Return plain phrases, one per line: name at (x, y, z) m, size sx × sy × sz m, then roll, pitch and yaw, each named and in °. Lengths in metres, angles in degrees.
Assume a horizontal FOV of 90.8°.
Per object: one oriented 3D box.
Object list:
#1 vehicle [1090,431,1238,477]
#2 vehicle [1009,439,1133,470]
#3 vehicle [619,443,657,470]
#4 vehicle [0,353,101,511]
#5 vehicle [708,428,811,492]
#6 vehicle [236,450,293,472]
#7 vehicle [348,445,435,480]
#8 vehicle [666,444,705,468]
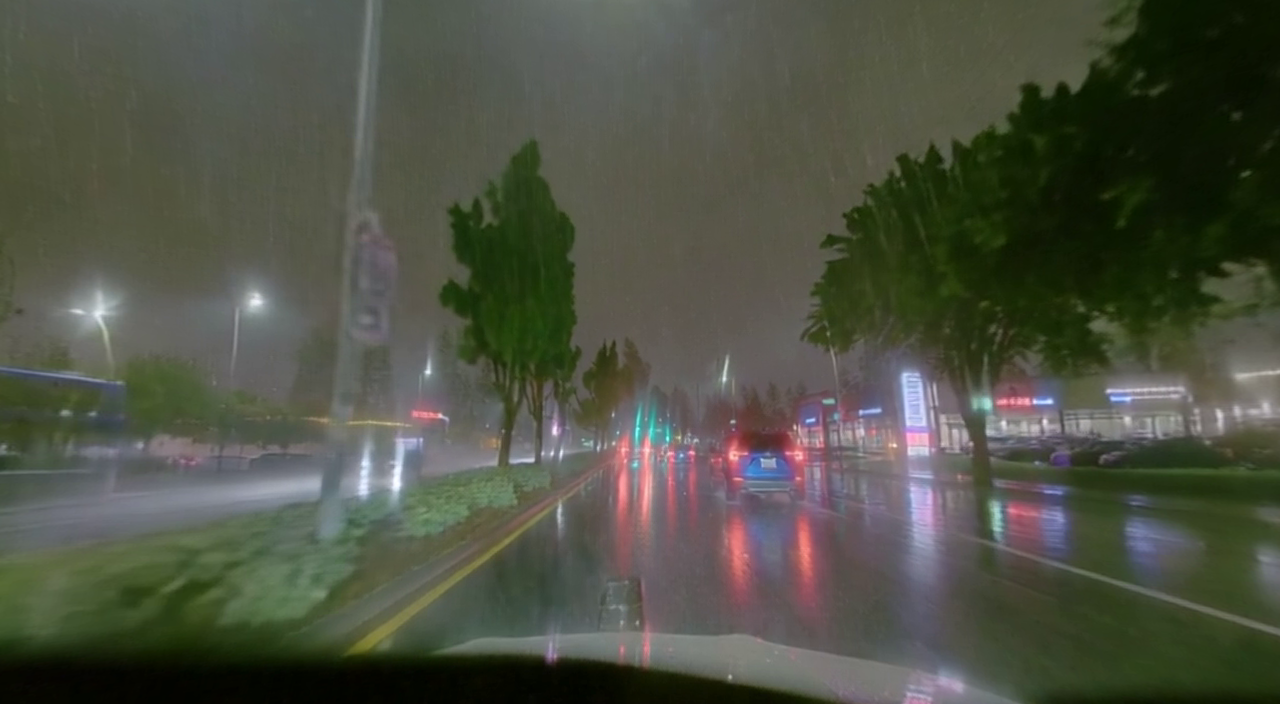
vehicle at (20.782, 4.022, 25.158) m, size 4.162 × 1.546 × 2.051 m, roll -2°, pitch -7°, yaw -6°
vehicle at (20.612, 4.887, 30.363) m, size 4.451 × 1.400 × 2.108 m, roll 0°, pitch -8°, yaw -2°
vehicle at (-0.134, 5.854, 35.623) m, size 2.056 × 1.440 × 3.798 m, roll 0°, pitch -8°, yaw -1°
vehicle at (-18.928, 1.405, 11.997) m, size 3.207 × 4.202 × 16.118 m, roll 0°, pitch -9°, yaw 0°
vehicle at (3.680, 3.439, 20.465) m, size 2.140 × 1.811 × 4.593 m, roll 0°, pitch -8°, yaw -4°
vehicle at (-28.208, 8.198, 47.645) m, size 1.956 × 1.476 × 3.991 m, roll -1°, pitch -8°, yaw -2°
vehicle at (-11.639, 5.200, 30.076) m, size 1.971 × 1.481 × 5.500 m, roll 0°, pitch -8°, yaw 0°
vehicle at (2.703, 6.295, 38.419) m, size 1.970 × 1.402 × 3.756 m, roll 0°, pitch -8°, yaw -2°
